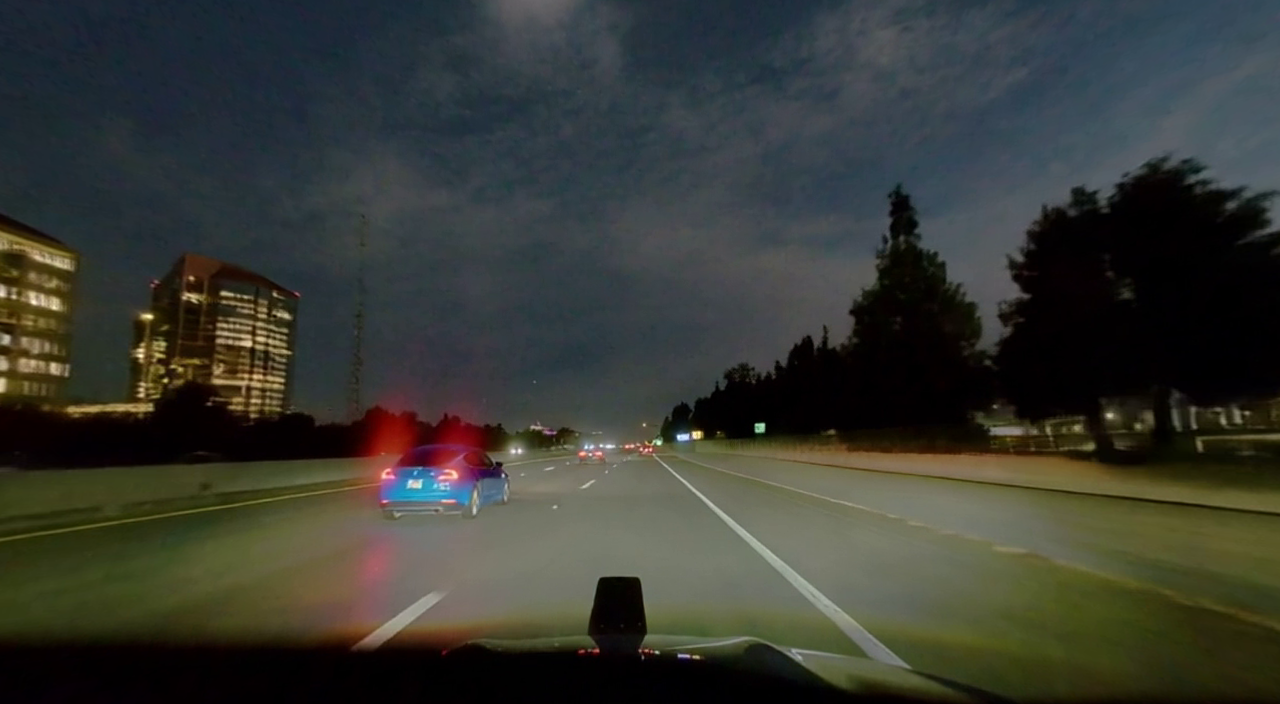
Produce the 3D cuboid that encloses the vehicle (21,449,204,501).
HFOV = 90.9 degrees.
[{"bbox_3d":[-17.083,3.950,20.827,1.937,1.470,4.729,0,-8,0],"label":"vehicle"}]

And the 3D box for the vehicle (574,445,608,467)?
[{"bbox_3d":[-3.330,7.163,43.732,1.926,1.464,4.186,0,-8,1],"label":"vehicle"}]

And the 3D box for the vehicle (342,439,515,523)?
[{"bbox_3d":[-4.178,2.603,13.370,2.083,1.471,4.350,0,-8,1],"label":"vehicle"}]
